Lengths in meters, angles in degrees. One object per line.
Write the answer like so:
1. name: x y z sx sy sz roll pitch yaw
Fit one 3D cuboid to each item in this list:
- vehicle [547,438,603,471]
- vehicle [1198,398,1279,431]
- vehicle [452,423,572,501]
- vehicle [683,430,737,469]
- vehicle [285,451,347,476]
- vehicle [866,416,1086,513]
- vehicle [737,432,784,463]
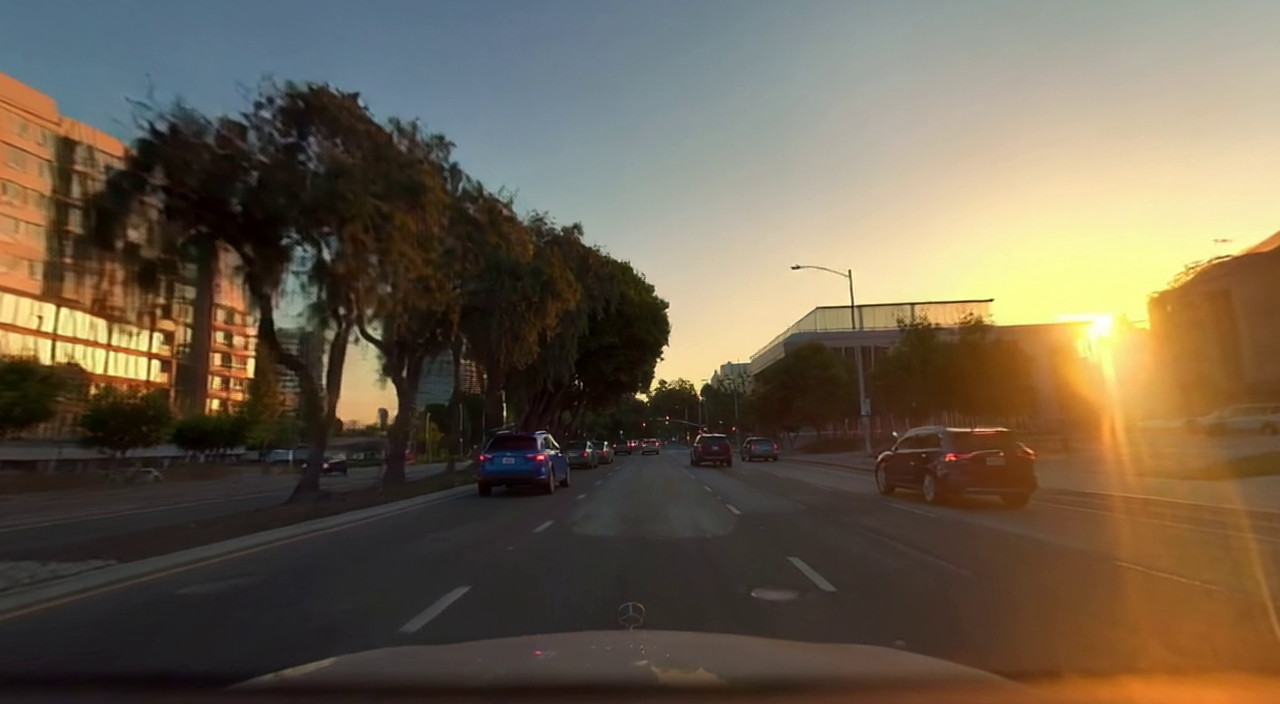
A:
1. vehicle: -3.017 4.880 30.131 2.036 1.465 4.301 -1 -8 2
2. vehicle: 40.627 4.210 41.906 2.022 1.925 5.391 0 -9 0
3. vehicle: -3.120 2.808 16.415 2.141 1.719 4.379 0 -9 1
4. vehicle: 3.447 4.928 31.886 2.178 1.804 4.766 0 -8 0
5. vehicle: -23.229 8.000 45.405 1.983 1.494 4.832 -4 -9 0
6. vehicle: 6.653 2.289 13.239 2.088 1.666 4.512 0 -9 0
7. vehicle: 7.595 6.065 40.090 2.076 1.793 4.464 0 -9 0
